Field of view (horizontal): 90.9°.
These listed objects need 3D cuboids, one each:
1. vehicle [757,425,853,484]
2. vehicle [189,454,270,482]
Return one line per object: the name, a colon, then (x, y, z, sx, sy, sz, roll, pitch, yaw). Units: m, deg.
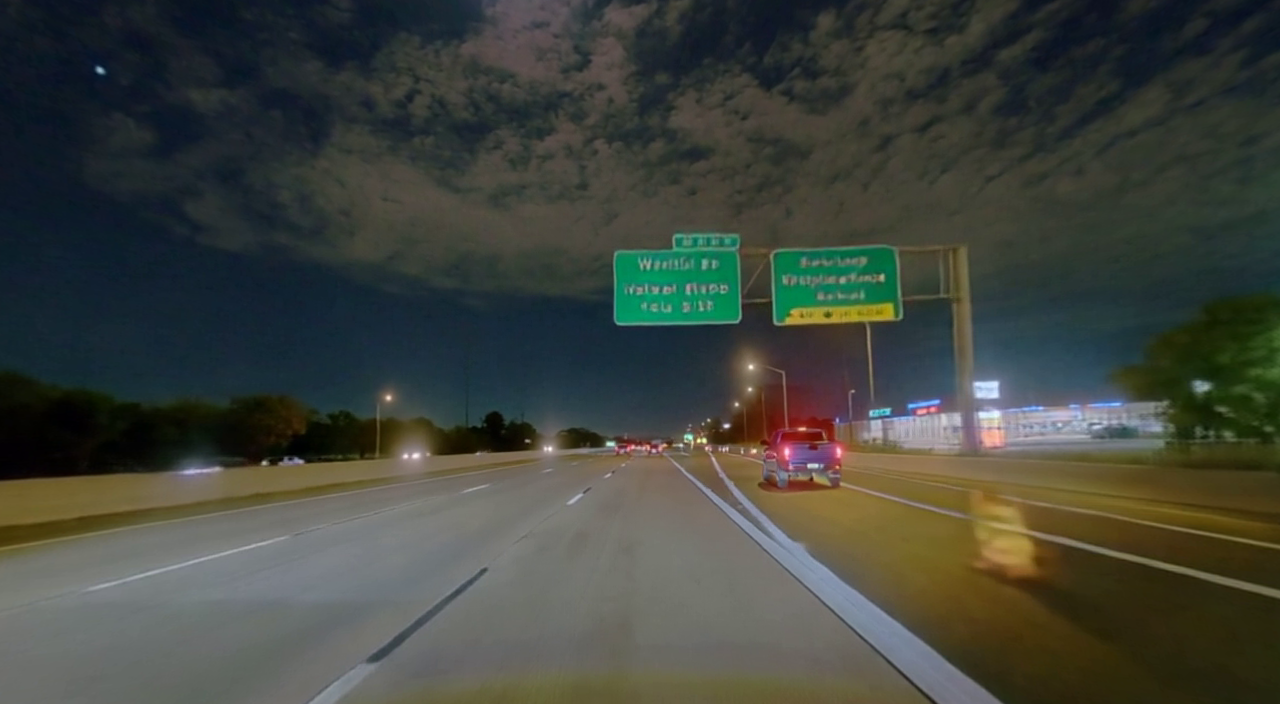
vehicle: (5.669, 3.609, 22.526, 2.186, 1.840, 5.289, 0, -8, 2)
vehicle: (-24.503, 6.926, 37.826, 1.779, 1.476, 4.507, 0, -8, 1)
